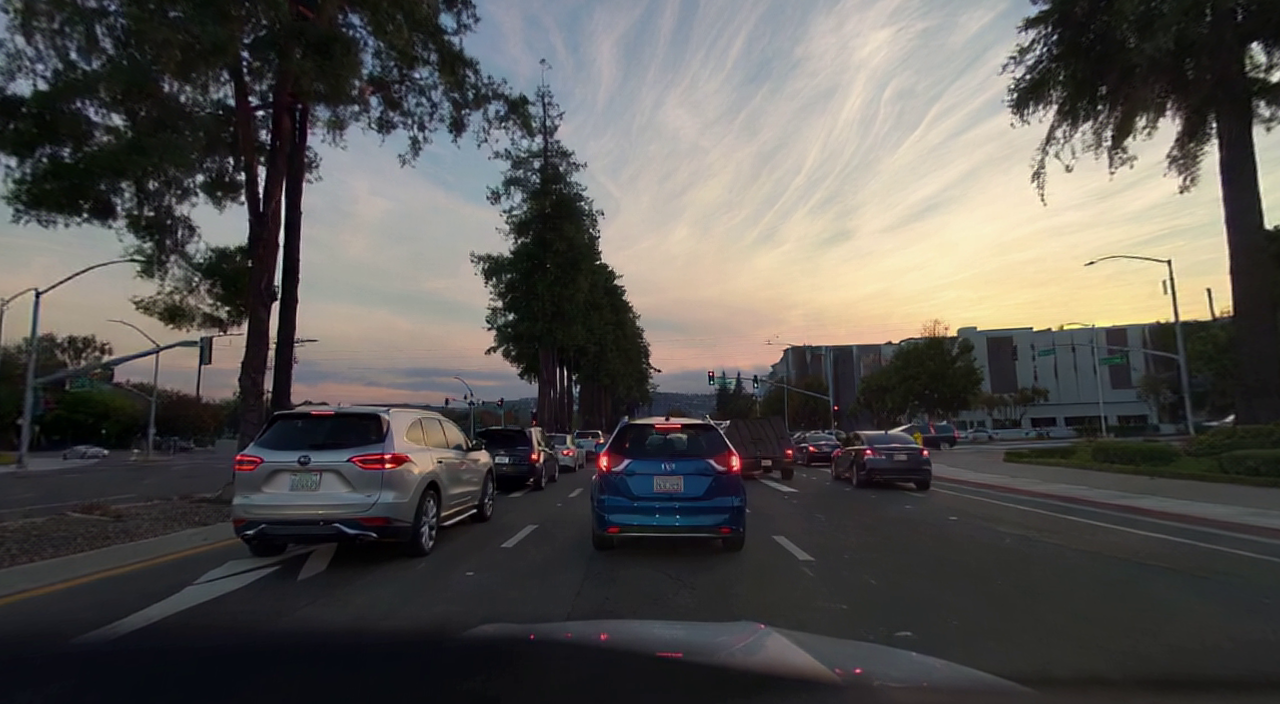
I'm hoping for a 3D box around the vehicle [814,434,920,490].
[{"bbox_3d":[7.116,3.484,20.260,2.067,1.599,4.251,-1,-8,4],"label":"vehicle"}]

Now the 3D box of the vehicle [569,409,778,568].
[{"bbox_3d":[0.375,1.747,8.772,2.189,1.649,4.171,0,-8,1],"label":"vehicle"}]

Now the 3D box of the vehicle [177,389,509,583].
[{"bbox_3d":[-3.255,1.581,8.169,2.085,1.812,4.388,0,-8,1],"label":"vehicle"}]
